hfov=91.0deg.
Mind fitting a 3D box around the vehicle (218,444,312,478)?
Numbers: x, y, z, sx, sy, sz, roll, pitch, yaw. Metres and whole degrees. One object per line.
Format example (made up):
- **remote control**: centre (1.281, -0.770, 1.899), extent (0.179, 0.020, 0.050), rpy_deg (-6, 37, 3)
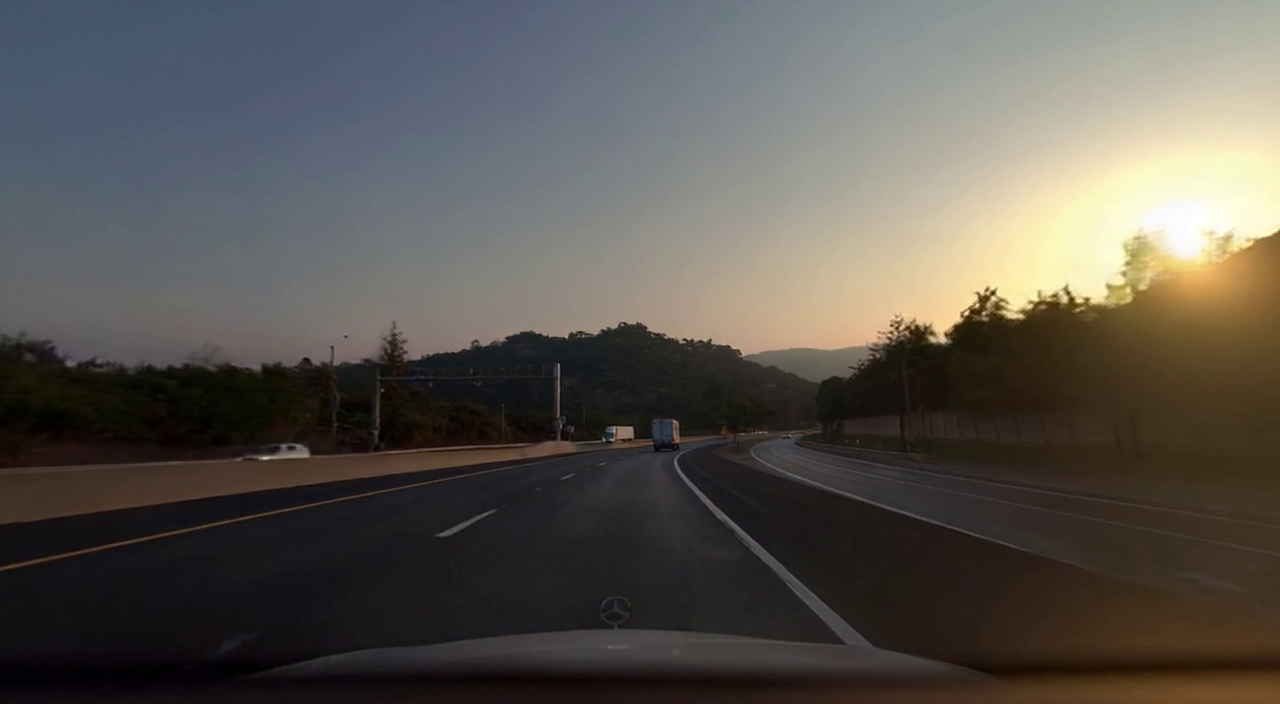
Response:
- **vehicle**: centre (-16.730, 4.838, 28.318), extent (1.795, 1.382, 3.876), rpy_deg (-1, -8, 1)
